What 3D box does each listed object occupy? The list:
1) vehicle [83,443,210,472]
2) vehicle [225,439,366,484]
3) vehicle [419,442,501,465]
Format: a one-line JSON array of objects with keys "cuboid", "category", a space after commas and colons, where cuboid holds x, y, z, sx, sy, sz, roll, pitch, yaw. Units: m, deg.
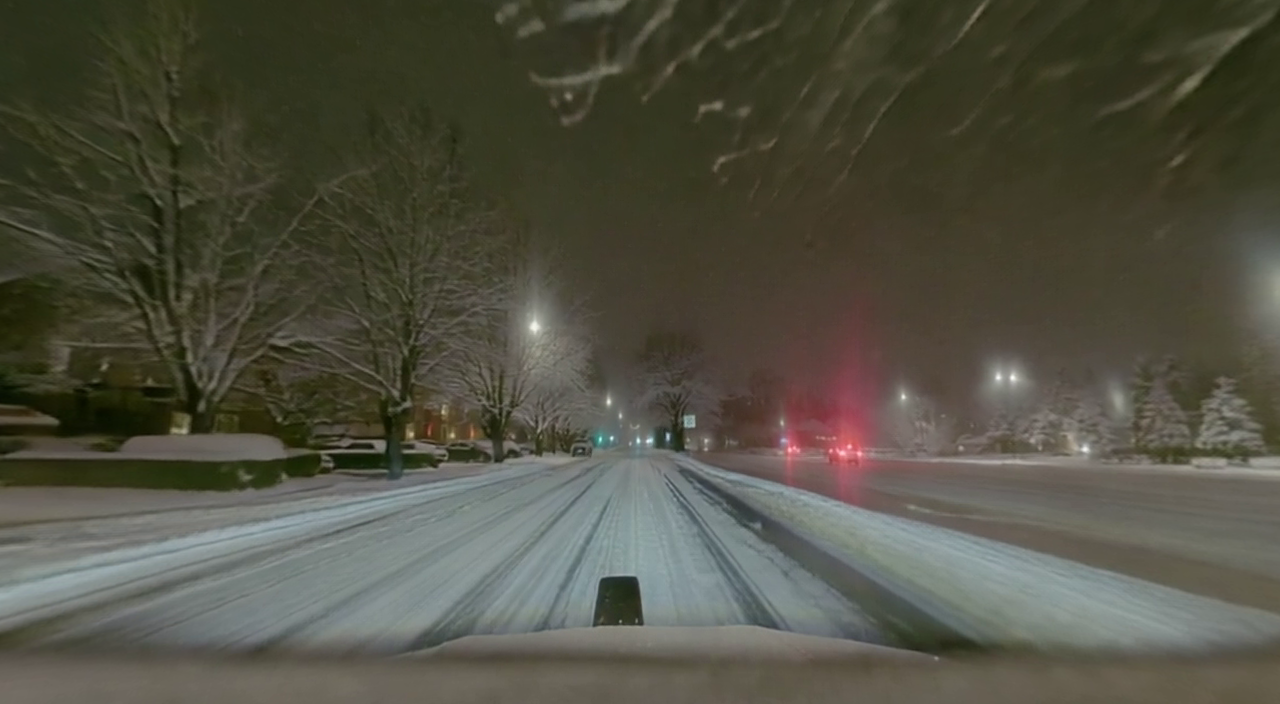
[{"cuboid": [-26.680, 5.693, 34.181, 5.024, 1.494, 2.242, 0, -7, 1], "category": "vehicle"}, {"cuboid": [-13.670, 4.343, 25.157, 4.422, 1.694, 2.026, 0, -7, 1], "category": "vehicle"}, {"cuboid": [-12.930, 7.325, 45.485, 5.300, 1.432, 1.951, 1, -8, -1], "category": "vehicle"}]
